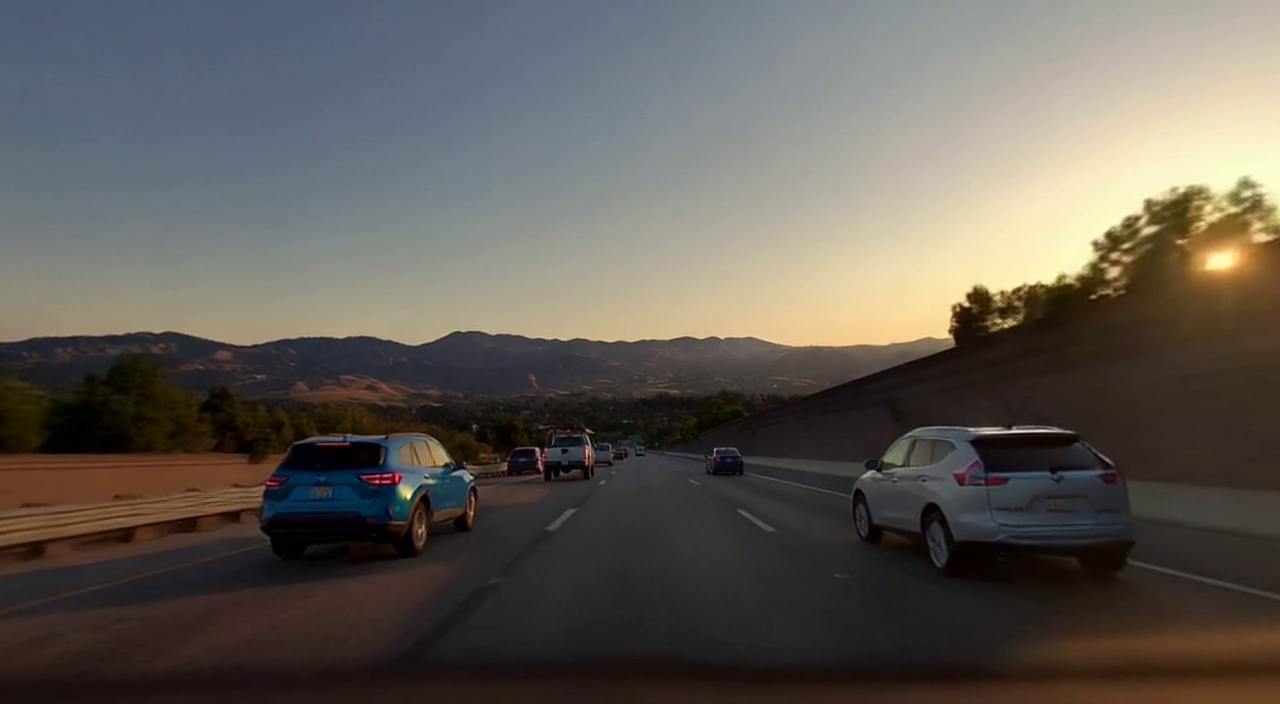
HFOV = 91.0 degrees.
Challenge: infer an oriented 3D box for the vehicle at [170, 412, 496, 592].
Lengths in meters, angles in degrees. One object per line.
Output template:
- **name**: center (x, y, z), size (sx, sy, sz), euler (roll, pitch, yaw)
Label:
- **vehicle**: center (-3.458, 1.764, 8.246), size (2.080, 1.716, 4.207), euler (0, -8, 1)

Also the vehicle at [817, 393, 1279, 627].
- **vehicle**: center (3.678, 1.498, 6.979), size (2.066, 1.696, 4.604), euler (0, -8, 0)

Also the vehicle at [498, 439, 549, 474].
- **vehicle**: center (-6.935, 6.277, 38.016), size (2.149, 1.922, 4.976), euler (0, -8, 0)

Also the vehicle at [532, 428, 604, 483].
- **vehicle**: center (-3.035, 4.541, 27.911), size (2.494, 2.136, 5.539), euler (0, -8, 1)

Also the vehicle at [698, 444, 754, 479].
- **vehicle**: center (4.169, 5.351, 31.180), size (2.071, 1.570, 4.637), euler (0, -8, 0)
